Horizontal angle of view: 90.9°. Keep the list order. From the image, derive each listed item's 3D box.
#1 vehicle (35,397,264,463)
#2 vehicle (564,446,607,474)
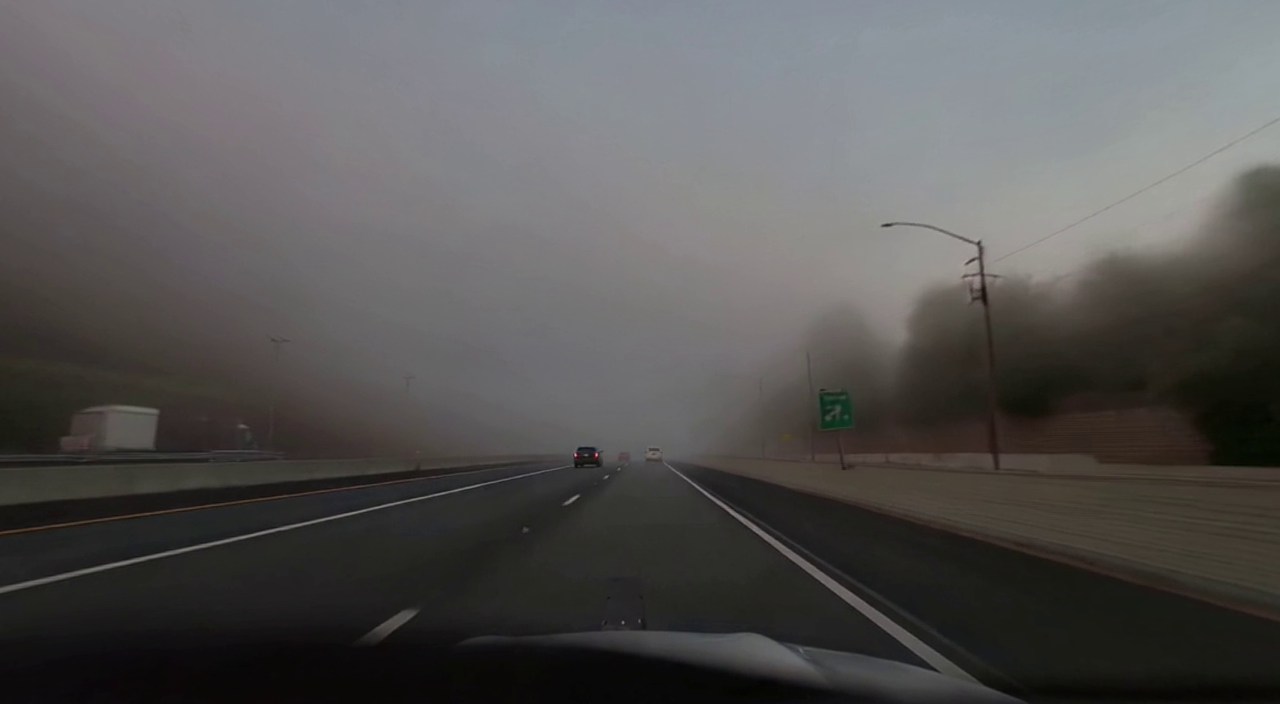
[{"bbox_3d":[-33.870,5.935,45.529,2.917,3.848,17.244,0,-9,0],"label":"vehicle"},{"bbox_3d":[-3.463,6.977,41.000,2.263,1.696,4.321,0,-9,1],"label":"vehicle"}]
